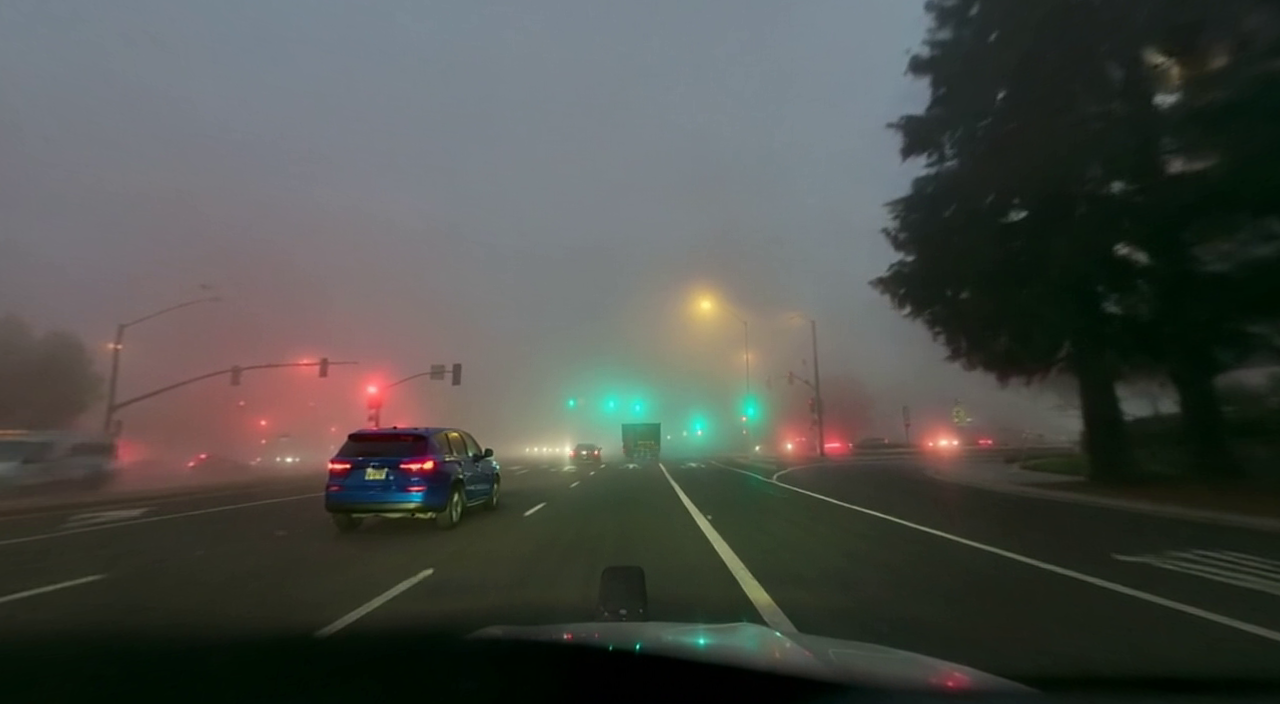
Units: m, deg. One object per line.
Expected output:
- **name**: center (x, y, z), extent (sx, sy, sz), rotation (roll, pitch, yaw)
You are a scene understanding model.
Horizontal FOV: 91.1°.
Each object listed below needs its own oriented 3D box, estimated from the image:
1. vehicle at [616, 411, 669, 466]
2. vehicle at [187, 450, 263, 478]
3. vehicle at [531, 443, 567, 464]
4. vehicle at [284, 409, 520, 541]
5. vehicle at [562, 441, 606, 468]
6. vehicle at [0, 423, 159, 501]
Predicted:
- **vehicle**: center (0.222, 5.366, 38.724), extent (2.993, 3.051, 6.692), rotation (0, -8, 2)
- **vehicle**: center (-28.424, 7.667, 43.179), extent (1.945, 1.741, 4.644), rotation (0, -8, 1)
- **vehicle**: center (-6.662, 7.467, 46.397), extent (1.933, 1.477, 4.119), rotation (0, -8, 1)
- **vehicle**: center (-3.807, 2.080, 11.297), extent (2.178, 1.826, 4.933), rotation (0, -8, 1)
- **vehicle**: center (-3.182, 5.904, 36.423), extent (2.023, 1.483, 4.143), rotation (0, -8, 1)
- **vehicle**: center (-21.528, 3.998, 23.339), extent (2.406, 2.509, 5.940), rotation (0, -8, 1)
